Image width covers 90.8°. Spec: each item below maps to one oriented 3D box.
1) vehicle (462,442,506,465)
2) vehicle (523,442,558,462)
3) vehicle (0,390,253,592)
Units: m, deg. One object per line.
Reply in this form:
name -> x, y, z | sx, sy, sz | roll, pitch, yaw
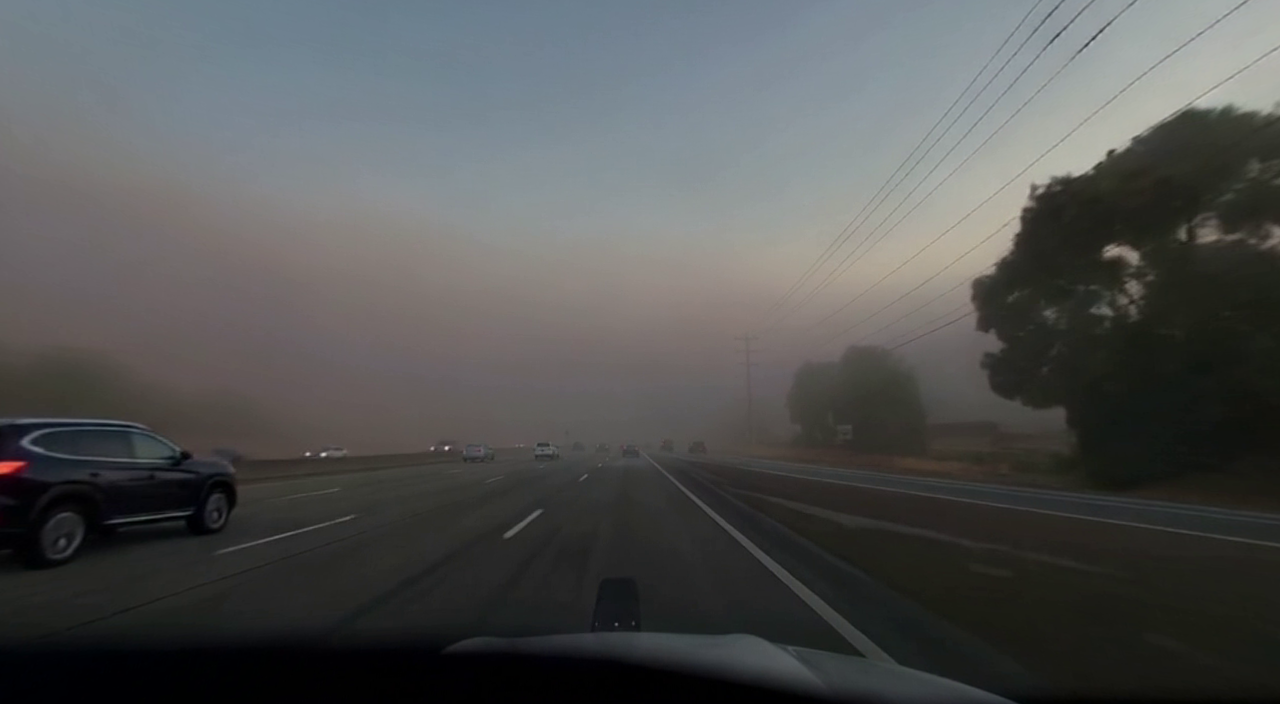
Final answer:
vehicle -> -10.680, 6.954, 43.547 | 1.887, 1.473, 4.352 | 0, -9, 0
vehicle -> -7.526, 7.628, 48.211 | 1.954, 1.432, 4.183 | 0, -9, 0
vehicle -> -6.829, 1.401, 6.660 | 2.115, 1.799, 5.444 | 0, -9, -1
